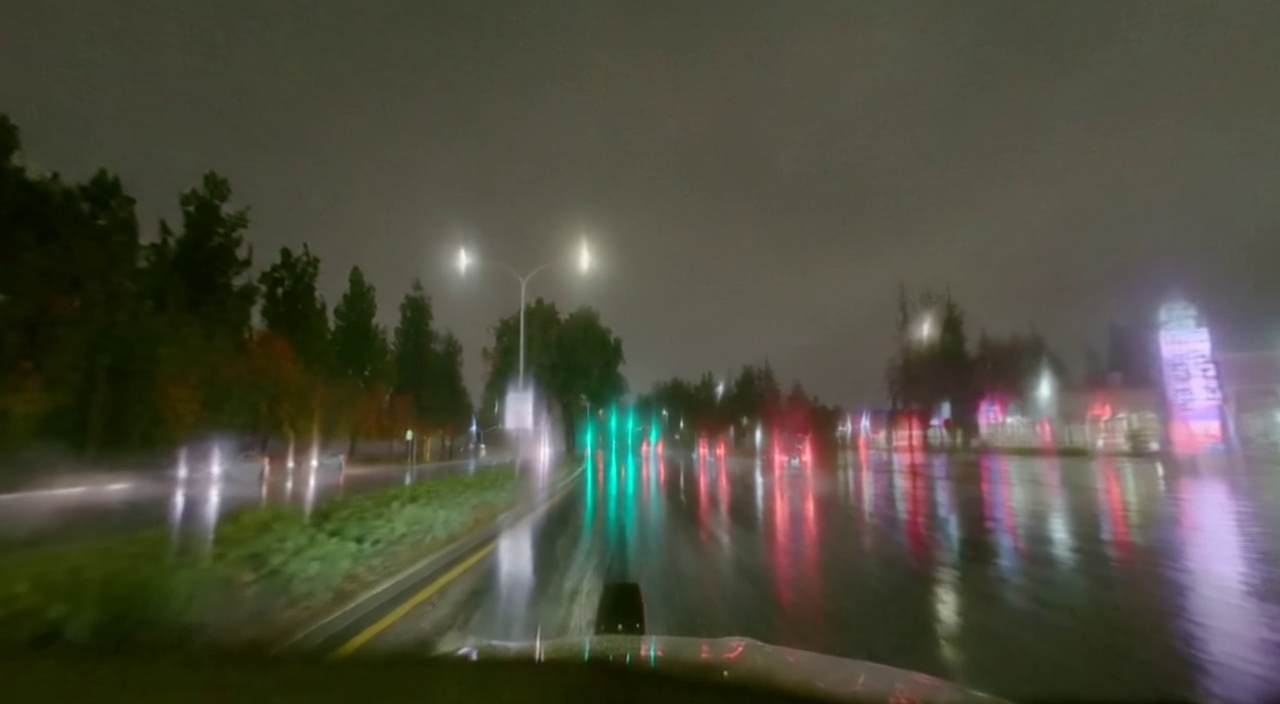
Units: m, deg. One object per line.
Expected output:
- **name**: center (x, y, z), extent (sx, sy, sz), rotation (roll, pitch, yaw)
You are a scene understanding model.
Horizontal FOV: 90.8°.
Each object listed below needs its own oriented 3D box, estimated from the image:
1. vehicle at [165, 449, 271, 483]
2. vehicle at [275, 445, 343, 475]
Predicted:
- **vehicle**: center (-20.088, 5.413, 30.347), extent (1.915, 1.477, 4.773), rotation (0, -8, -2)
- **vehicle**: center (-20.501, 6.672, 39.348), extent (1.957, 1.643, 4.460), rotation (0, -7, -2)
